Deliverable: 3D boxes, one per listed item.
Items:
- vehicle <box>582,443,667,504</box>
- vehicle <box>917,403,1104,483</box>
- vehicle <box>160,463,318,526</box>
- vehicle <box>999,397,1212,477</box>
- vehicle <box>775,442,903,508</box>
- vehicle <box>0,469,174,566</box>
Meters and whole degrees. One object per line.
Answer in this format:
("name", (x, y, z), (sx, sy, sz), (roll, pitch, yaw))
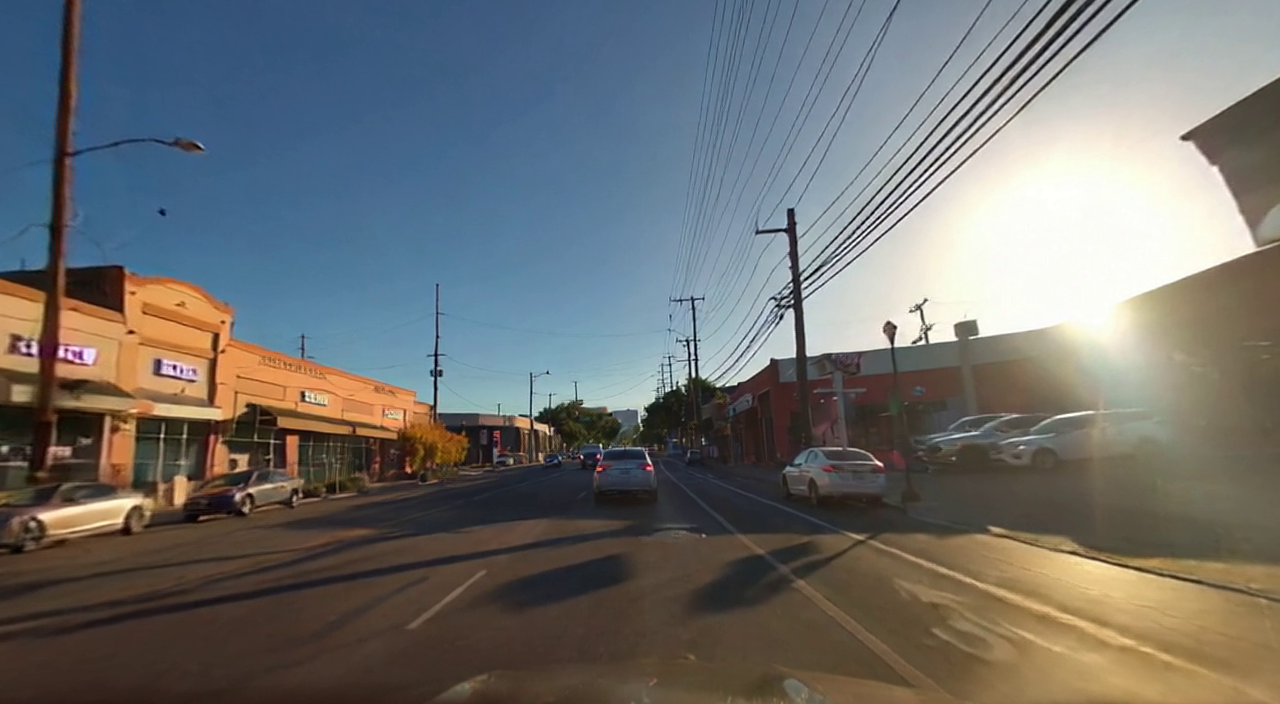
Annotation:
("vehicle", (-0.397, 3.335, 17.803), (2.116, 1.479, 3.980), (0, -8, 0))
("vehicle", (11.217, 2.872, 19.886), (2.329, 2.145, 5.841), (0, -8, 0))
("vehicle", (-11.503, 4.080, 18.539), (1.817, 1.480, 4.282), (0, -9, 0))
("vehicle", (14.217, 2.720, 19.921), (2.418, 2.139, 5.365), (0, -9, -2))
("vehicle", (5.220, 3.266, 17.302), (1.937, 1.523, 4.541), (0, -9, -1))
("vehicle", (-11.683, 3.119, 12.400), (1.828, 1.457, 4.371), (0, -9, -2))
